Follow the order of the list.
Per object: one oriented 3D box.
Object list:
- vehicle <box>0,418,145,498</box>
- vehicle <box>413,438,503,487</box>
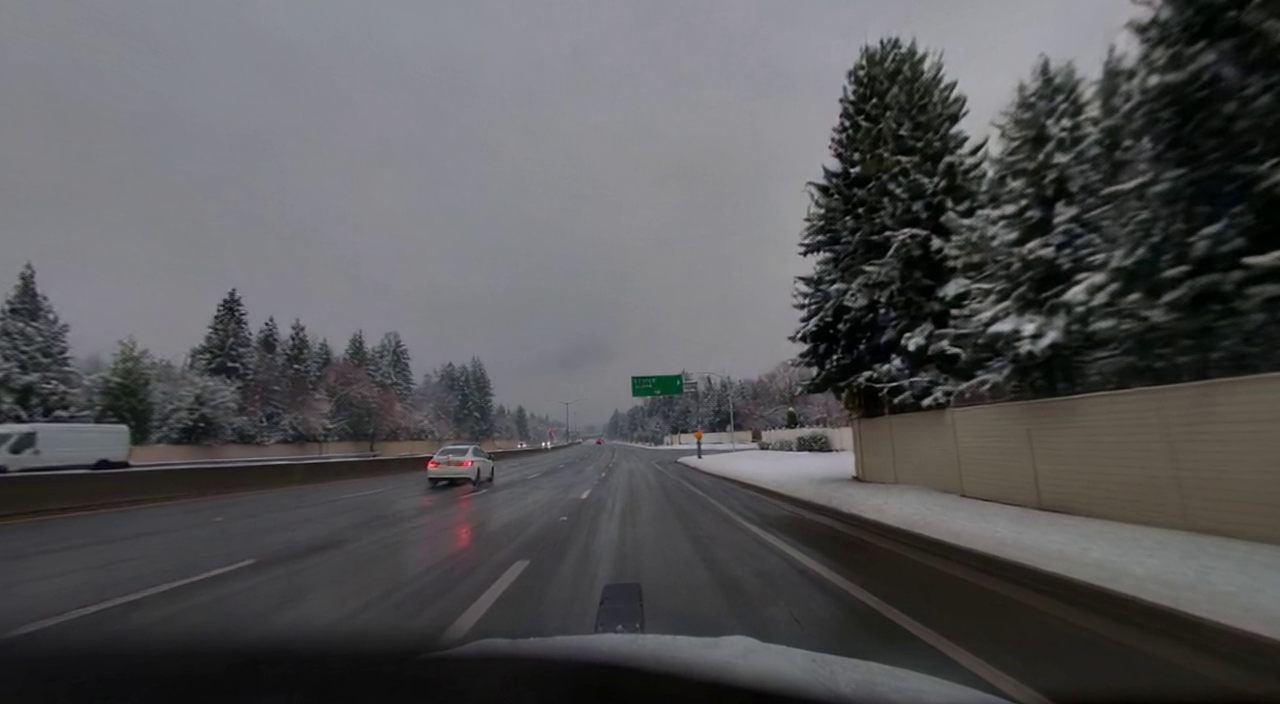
[{"bbox_3d":[-26.463,4.683,28.375,2.778,3.125,7.002,0,-9,-1],"label":"vehicle"},{"bbox_3d":[-6.962,4.276,24.791,2.115,1.711,4.722,0,-9,0],"label":"vehicle"}]
